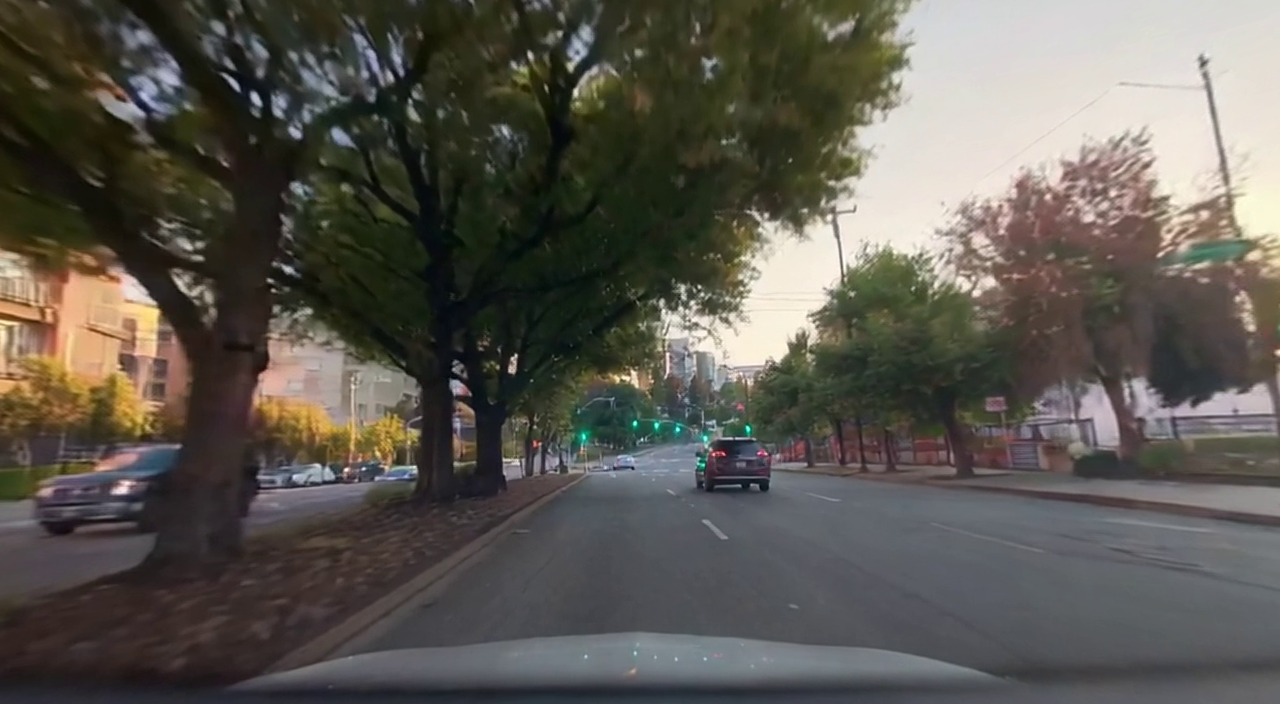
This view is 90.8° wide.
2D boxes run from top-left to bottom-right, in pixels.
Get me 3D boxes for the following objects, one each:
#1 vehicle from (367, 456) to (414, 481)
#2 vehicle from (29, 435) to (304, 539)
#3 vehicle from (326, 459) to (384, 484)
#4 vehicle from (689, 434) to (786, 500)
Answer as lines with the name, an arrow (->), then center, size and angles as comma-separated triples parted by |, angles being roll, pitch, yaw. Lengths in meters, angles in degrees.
vehicle -> -19.236, 8.963, 48.884 | 1.880, 1.725, 4.509 | 0, -8, -1
vehicle -> -9.563, 2.700, 13.510 | 1.939, 1.744, 5.079 | 0, -8, 0
vehicle -> -19.167, 8.028, 42.710 | 1.812, 1.482, 4.512 | 0, -8, 0
vehicle -> 2.972, 3.622, 20.438 | 2.129, 1.844, 4.767 | 0, -8, -3
